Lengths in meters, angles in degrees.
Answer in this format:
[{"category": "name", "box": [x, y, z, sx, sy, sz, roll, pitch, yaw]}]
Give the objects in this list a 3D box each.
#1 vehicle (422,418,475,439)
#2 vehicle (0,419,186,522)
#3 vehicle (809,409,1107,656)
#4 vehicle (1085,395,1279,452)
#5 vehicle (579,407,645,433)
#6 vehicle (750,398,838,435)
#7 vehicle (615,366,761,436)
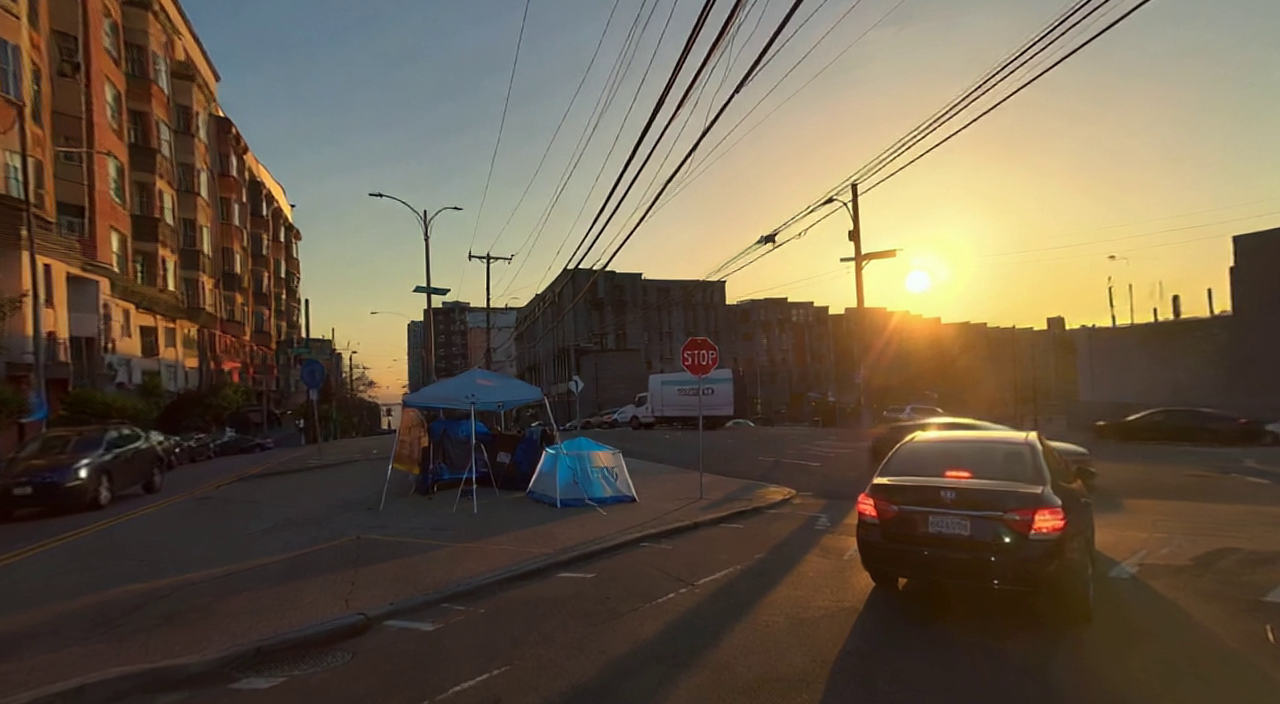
[{"category": "vehicle", "box": [-14.816, 5.936, 48.787, 2.089, 1.506, 4.641, 7, -11, -41]}, {"category": "vehicle", "box": [-11.151, 2.341, 12.932, 1.987, 1.686, 3.971, 0, -8, -20]}, {"category": "vehicle", "box": [3.404, 1.550, 6.599, 1.945, 1.647, 4.160, -6, -10, 32]}, {"category": "vehicle", "box": [16.116, 2.202, 18.819, 4.363, 1.511, 1.838, -8, -11, 41]}, {"category": "vehicle", "box": [-1.815, 4.363, 39.945, 1.790, 1.468, 4.422, 7, -11, -41]}, {"category": "vehicle", "box": [8.213, 3.542, 34.009, 4.214, 1.694, 1.805, -9, -13, 44]}, {"category": "vehicle", "box": [2.239, 2.646, 31.856, 7.172, 3.075, 2.584, -7, -10, 41]}]
